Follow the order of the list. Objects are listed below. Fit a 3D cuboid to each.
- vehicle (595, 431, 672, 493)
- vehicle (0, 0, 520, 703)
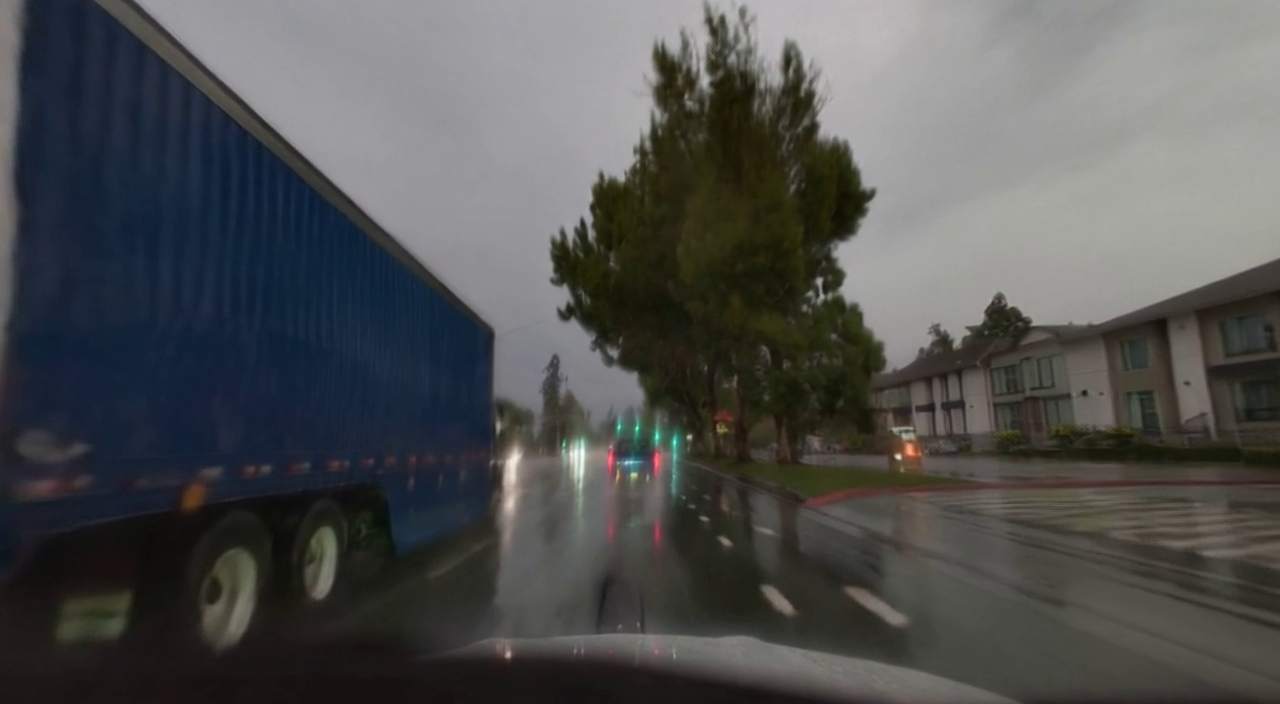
[{"bbox_3d":[-0.222,3.303,19.323,2.094,1.682,3.866,0,-8,-1],"label":"vehicle"},{"bbox_3d":[-3.894,0.417,7.389,2.996,3.902,10.410,0,-8,-1],"label":"vehicle"}]
